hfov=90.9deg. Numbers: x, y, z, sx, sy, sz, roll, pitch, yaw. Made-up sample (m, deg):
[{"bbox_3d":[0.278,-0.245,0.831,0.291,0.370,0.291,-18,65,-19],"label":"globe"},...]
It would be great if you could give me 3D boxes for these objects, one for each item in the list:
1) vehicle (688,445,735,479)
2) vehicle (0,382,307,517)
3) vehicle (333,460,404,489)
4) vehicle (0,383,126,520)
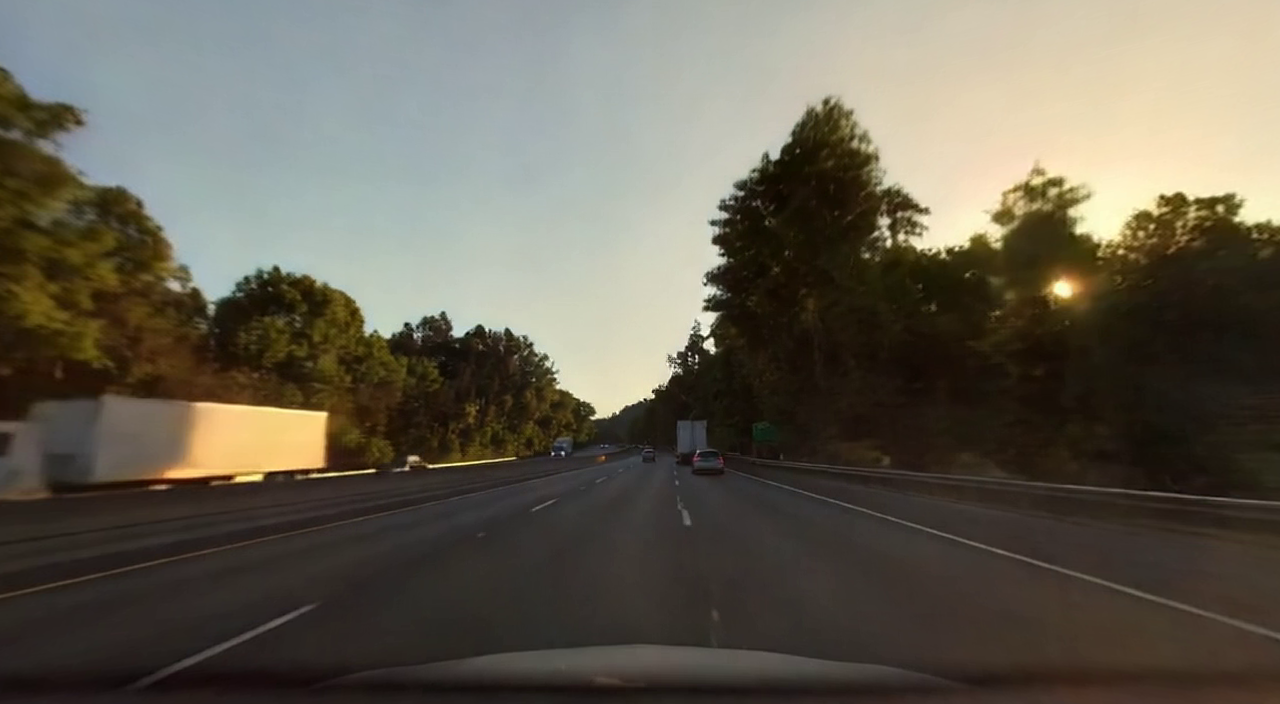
[{"bbox_3d":[3.713,5.775,33.405,2.096,1.653,4.185,0,-9,1],"label":"vehicle"},{"bbox_3d":[-19.659,4.000,26.001,3.532,3.991,14.550,0,-9,2],"label":"vehicle"},{"bbox_3d":[-15.268,6.895,35.696,1.858,1.474,4.390,0,-9,2],"label":"vehicle"},{"bbox_3d":[-19.844,3.021,19.148,3.014,3.887,5.930,0,-9,2],"label":"vehicle"}]
